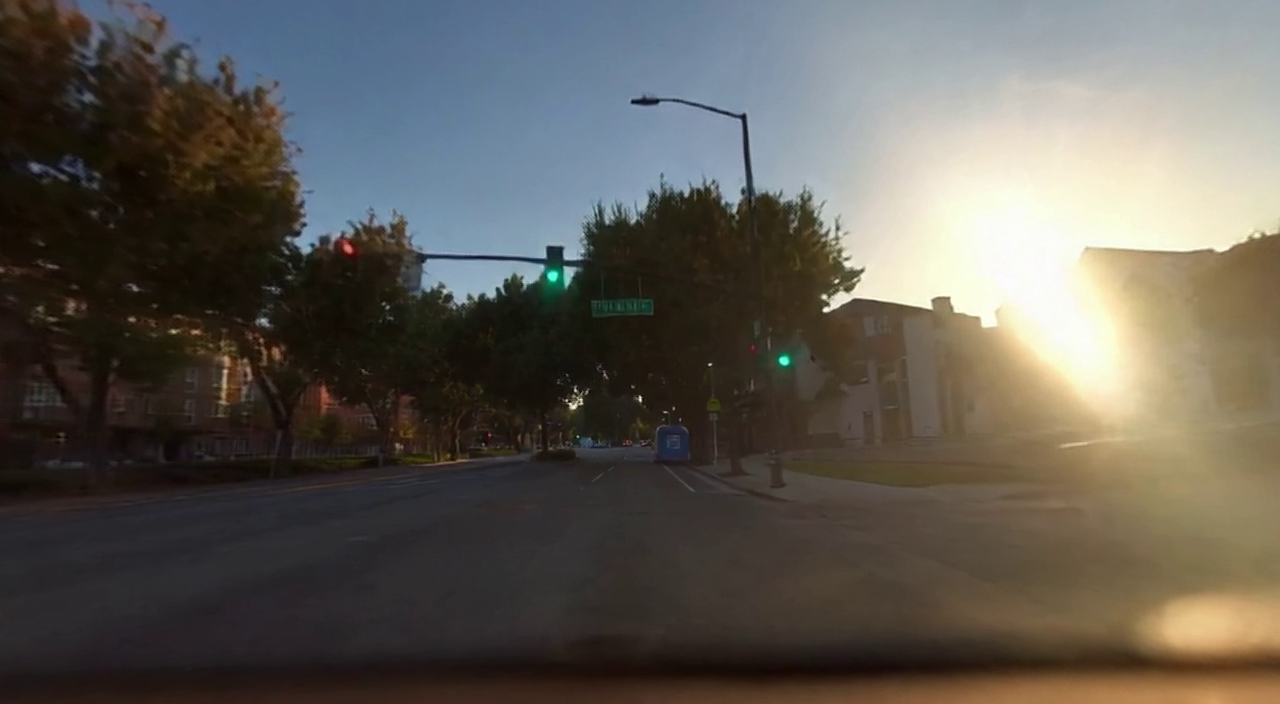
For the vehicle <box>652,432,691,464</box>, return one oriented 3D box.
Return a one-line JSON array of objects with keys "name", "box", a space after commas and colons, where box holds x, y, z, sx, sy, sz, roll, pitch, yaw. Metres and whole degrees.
[{"name": "vehicle", "box": [2.204, 7.056, 46.386, 2.514, 2.218, 5.013, 0, -9, -1]}]
